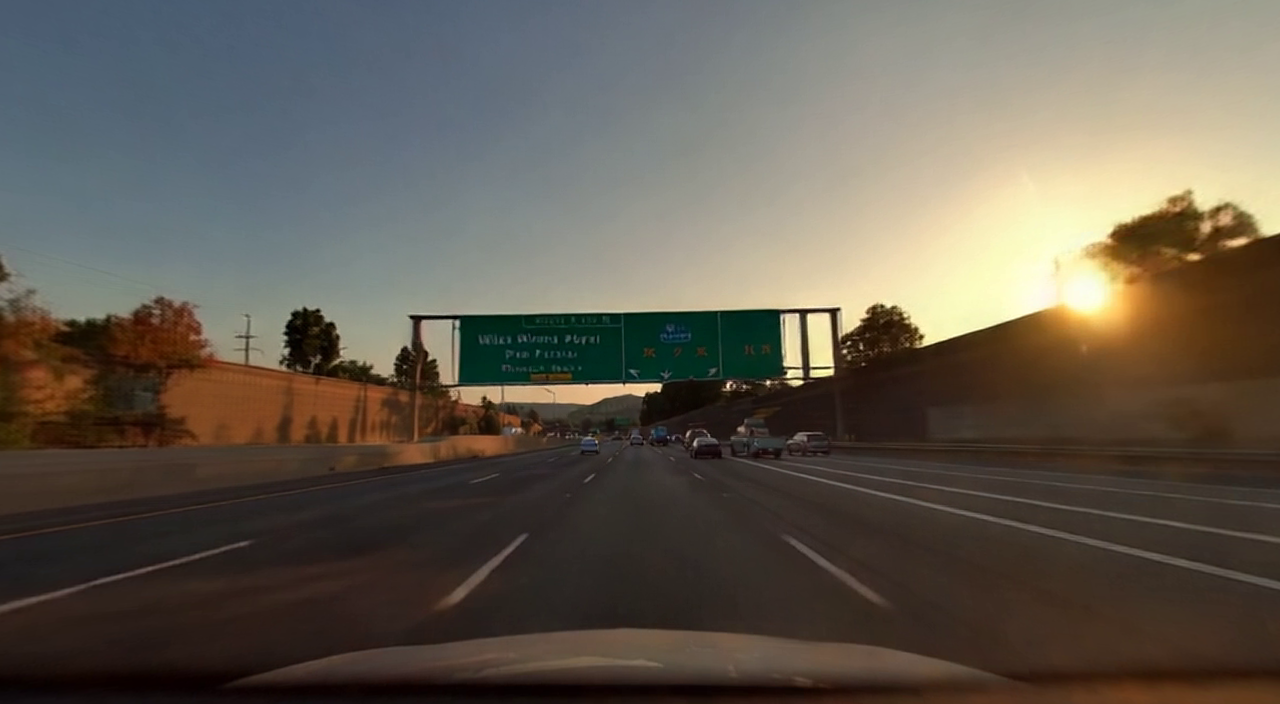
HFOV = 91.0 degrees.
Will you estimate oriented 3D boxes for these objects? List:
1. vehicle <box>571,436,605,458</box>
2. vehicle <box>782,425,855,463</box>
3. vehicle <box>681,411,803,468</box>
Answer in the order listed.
[{"bbox_3d":[-3.708,6.828,45.412,2.066,1.500,4.415,0,-8,0],"label":"vehicle"},{"bbox_3d":[9.539,5.020,34.186,2.184,1.873,5.466,0,-8,-2],"label":"vehicle"},{"bbox_3d":[4.100,4.165,29.488,3.042,2.004,14.051,0,-8,-2],"label":"vehicle"}]
